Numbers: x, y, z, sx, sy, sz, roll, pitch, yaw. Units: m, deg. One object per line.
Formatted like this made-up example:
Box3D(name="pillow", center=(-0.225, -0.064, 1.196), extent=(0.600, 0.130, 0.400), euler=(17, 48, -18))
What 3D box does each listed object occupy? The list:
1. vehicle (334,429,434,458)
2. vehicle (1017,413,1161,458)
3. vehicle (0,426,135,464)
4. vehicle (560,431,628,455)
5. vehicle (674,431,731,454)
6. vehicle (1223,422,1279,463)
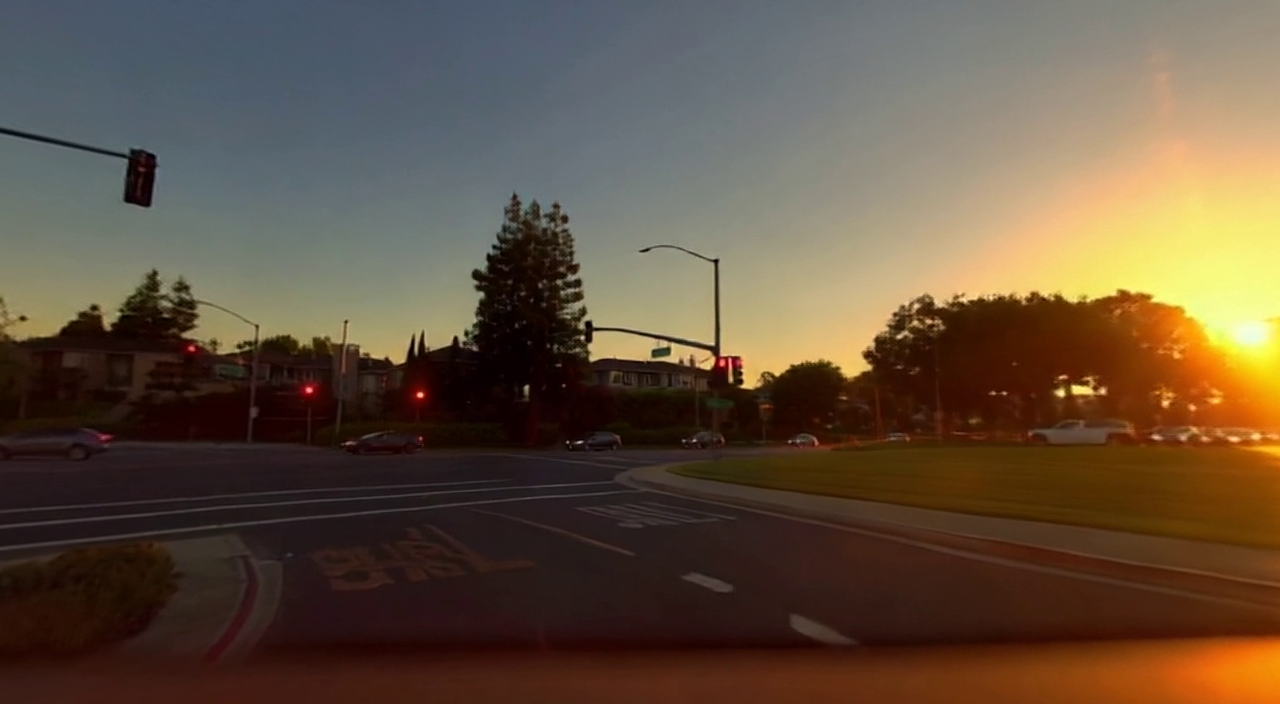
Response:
Box3D(name="vehicle", center=(-14.217, 5.118, 35.035), extent=(4.740, 1.462, 1.828), euler=(7, -11, -42))
Box3D(name="vehicle", center=(24.175, 4.569, 34.004), extent=(5.939, 2.249, 2.437), euler=(-8, -11, 41))
Box3D(name="vehicle", center=(-24.288, 3.870, 26.121), extent=(4.853, 1.461, 1.847), euler=(8, -12, -43))
Box3D(name="vehicle", center=(-3.239, 6.481, 44.719), extent=(4.649, 1.585, 1.965), euler=(8, -11, -42))
Box3D(name="vehicle", center=(4.775, 6.867, 47.629), extent=(4.135, 1.633, 1.990), euler=(7, -11, -41))
Box3D(name="vehicle", center=(31.568, 4.612, 32.052), extent=(2.402, 1.920, 5.467), euler=(-8, -12, 42))
